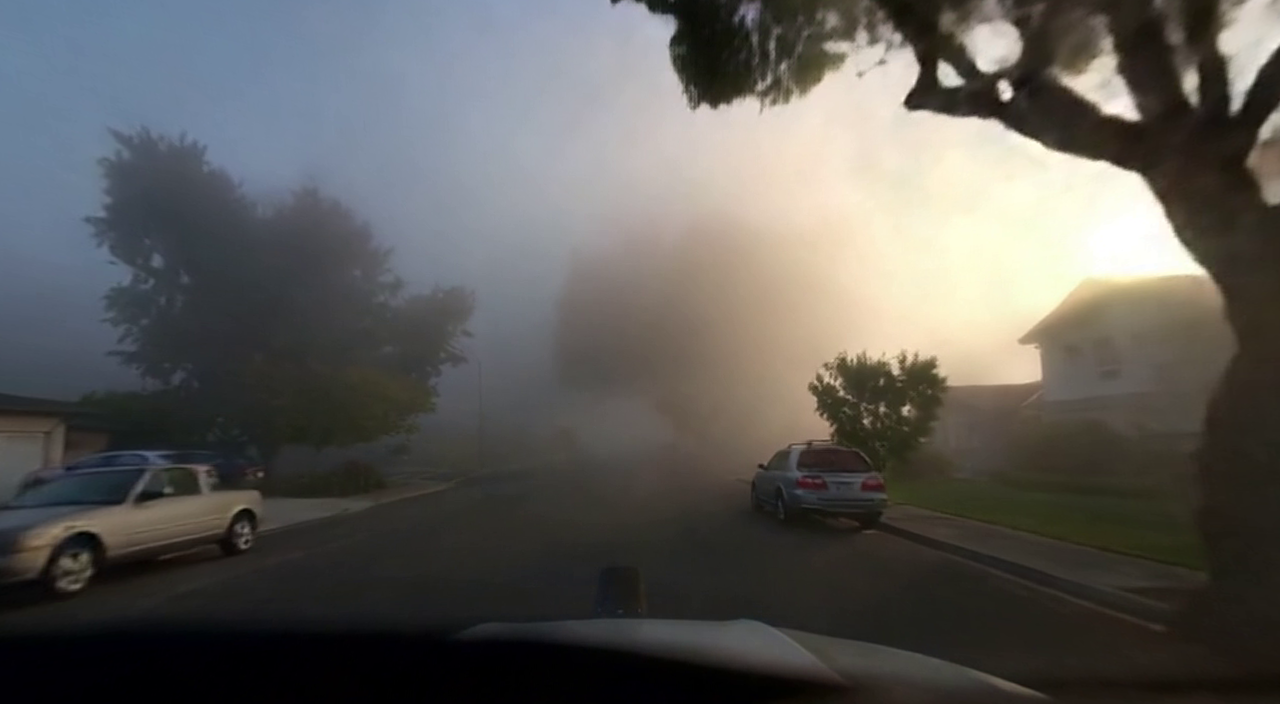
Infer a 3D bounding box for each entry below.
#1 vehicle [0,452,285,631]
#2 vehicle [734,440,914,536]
[{"bbox_3d":[-6.639,2.010,7.760,2.035,1.480,4.508,0,-8,-2],"label":"vehicle"},{"bbox_3d":[3.234,2.467,12.171,1.986,1.476,4.306,0,-8,-3],"label":"vehicle"}]
